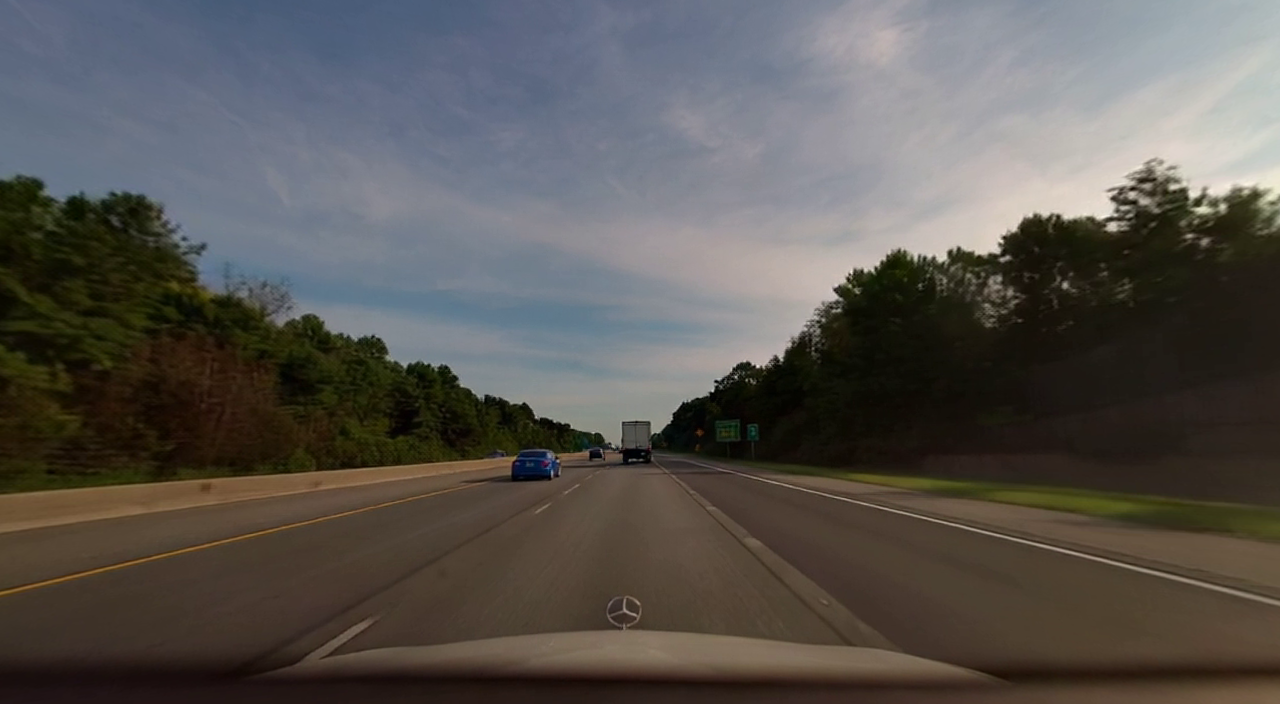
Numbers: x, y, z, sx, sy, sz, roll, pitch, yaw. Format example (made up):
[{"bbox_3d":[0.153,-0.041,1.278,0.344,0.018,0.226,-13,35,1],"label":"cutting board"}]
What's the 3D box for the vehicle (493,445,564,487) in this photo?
[{"bbox_3d":[-4.268,4.433,24.869,1.916,1.506,4.476,0,-9,1],"label":"vehicle"}]
